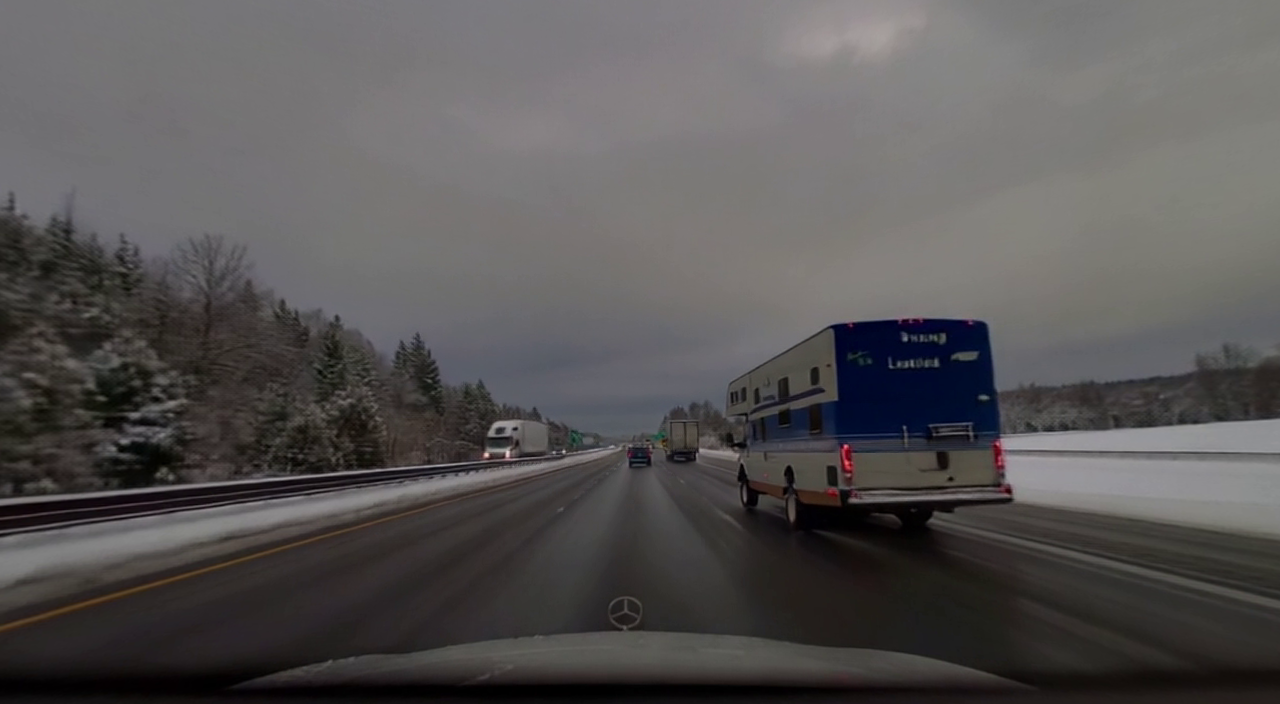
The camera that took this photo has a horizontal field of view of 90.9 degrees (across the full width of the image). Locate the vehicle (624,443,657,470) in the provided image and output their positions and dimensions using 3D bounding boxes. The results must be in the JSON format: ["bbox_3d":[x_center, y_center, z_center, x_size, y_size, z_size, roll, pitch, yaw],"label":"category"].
[{"bbox_3d":[0.016,7.037,42.573,2.151,1.678,3.923,0,-9,-1],"label":"vehicle"}]

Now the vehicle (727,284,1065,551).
[{"bbox_3d":[3.937,1.488,12.713,2.931,3.530,8.760,0,-9,-1],"label":"vehicle"}]
